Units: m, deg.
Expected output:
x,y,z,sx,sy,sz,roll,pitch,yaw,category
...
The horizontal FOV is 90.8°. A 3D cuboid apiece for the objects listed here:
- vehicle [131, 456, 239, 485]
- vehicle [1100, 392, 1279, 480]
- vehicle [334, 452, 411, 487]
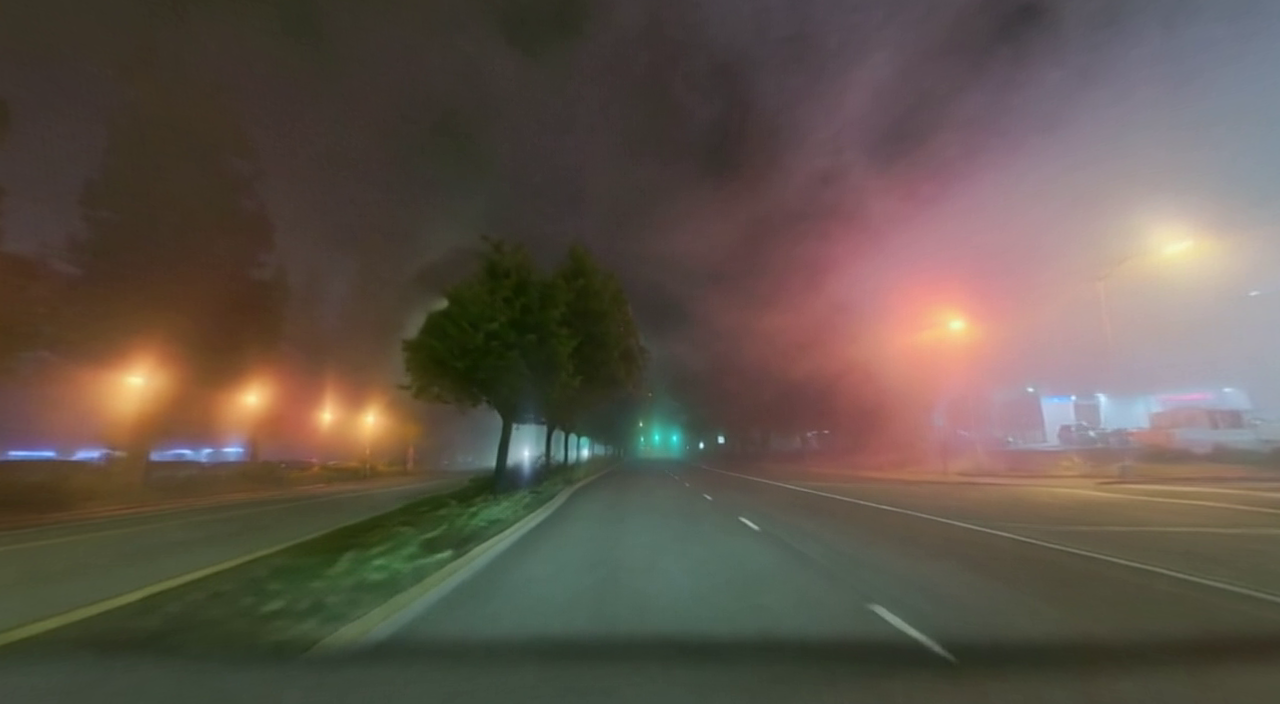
x,y,z,sx,sy,sz,roll,pitch,yaw,category
-26.505,6.908,37.015,4.786,1.486,1.936,4,-9,-27,vehicle
25.784,4.020,29.869,2.724,3.646,7.111,0,-9,2,vehicle
-12.323,5.422,29.391,1.857,1.483,3.791,0,-8,0,vehicle
